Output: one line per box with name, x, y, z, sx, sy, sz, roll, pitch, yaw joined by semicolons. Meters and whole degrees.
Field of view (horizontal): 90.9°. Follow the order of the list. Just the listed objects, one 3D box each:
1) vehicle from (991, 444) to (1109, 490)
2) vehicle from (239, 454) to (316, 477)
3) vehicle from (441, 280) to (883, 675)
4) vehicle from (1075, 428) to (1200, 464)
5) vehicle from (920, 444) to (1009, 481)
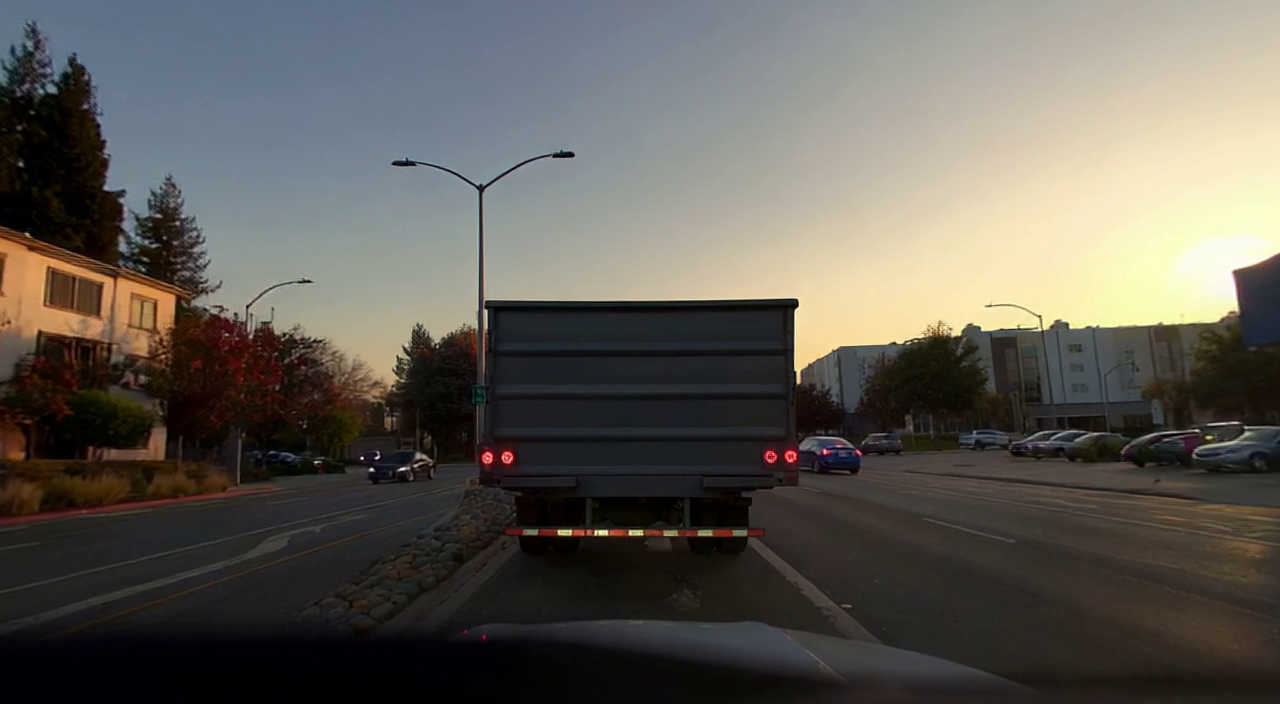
vehicle;14.286;3.990;22.254;1.702;1.475;3.670;-1;-8;1
vehicle;-24.962;7.810;43.461;4.409;1.446;1.862;-2;-8;12
vehicle;0.283;1.242;7.416;2.650;2.391;7.008;-1;-8;3
vehicle;23.123;4.387;29.446;4.171;1.614;1.894;-1;-8;1
vehicle;14.124;4.798;27.749;1.777;1.488;4.081;-1;-8;1
